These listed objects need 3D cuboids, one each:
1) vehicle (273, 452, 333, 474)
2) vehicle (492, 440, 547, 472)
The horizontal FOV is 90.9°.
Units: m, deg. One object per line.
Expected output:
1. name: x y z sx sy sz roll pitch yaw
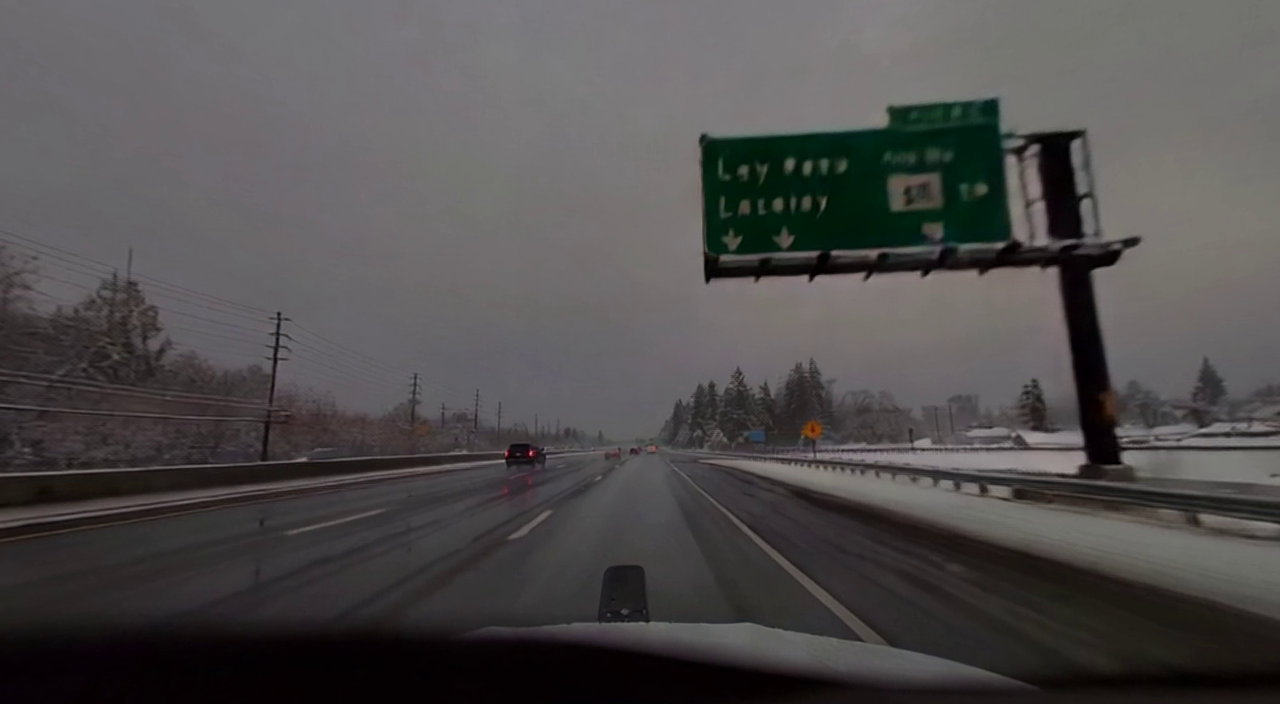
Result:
1. vehicle: -25.010 8.213 46.934 1.858 1.522 4.542 0 -9 1
2. vehicle: -6.875 5.992 36.521 2.118 1.696 4.836 0 -9 2
